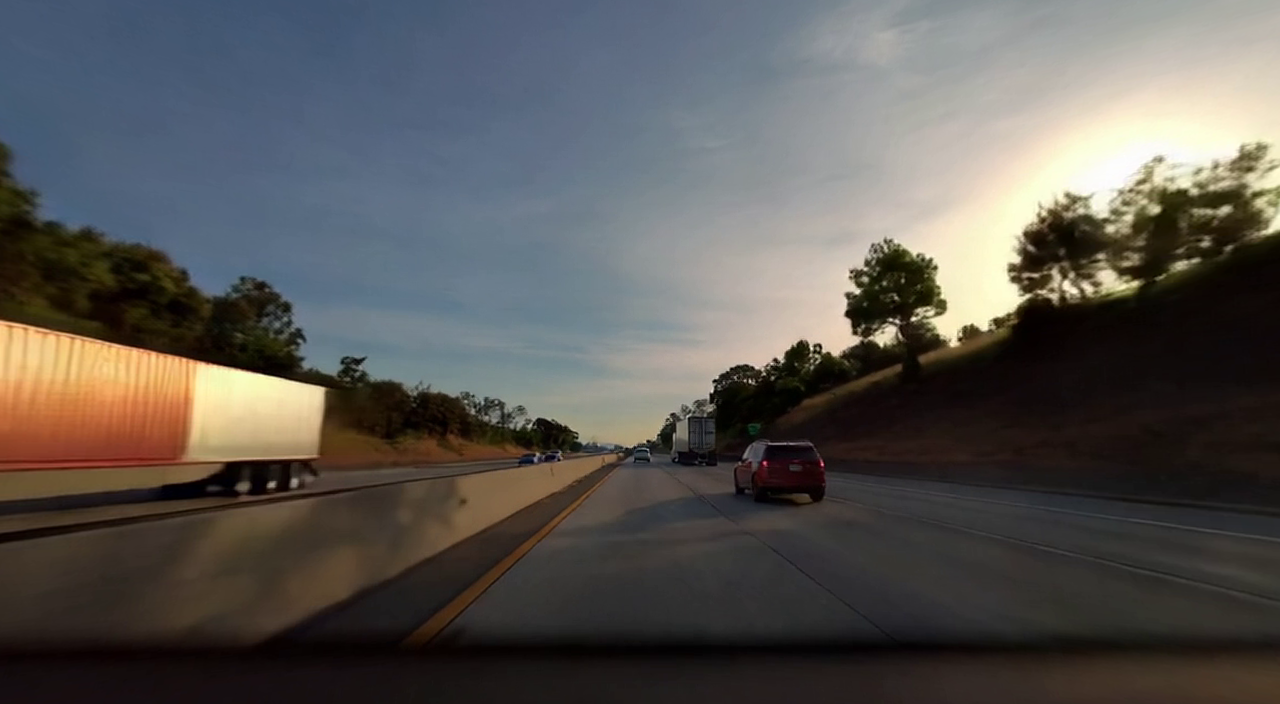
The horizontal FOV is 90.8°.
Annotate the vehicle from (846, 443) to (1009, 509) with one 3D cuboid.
[{"bbox_3d":[7.274,3.165,16.622,2.024,1.471,4.618,0,-9,-1],"label":"vehicle"}]

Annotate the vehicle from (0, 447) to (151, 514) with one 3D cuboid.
[{"bbox_3d":[-15.126,3.213,16.248,1.856,1.488,4.033,0,-9,-1],"label":"vehicle"}]

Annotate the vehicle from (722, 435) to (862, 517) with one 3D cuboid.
[{"bbox_3d":[3.434,2.903,15.287,2.130,1.658,4.537,0,-9,-2],"label":"vehicle"}]
